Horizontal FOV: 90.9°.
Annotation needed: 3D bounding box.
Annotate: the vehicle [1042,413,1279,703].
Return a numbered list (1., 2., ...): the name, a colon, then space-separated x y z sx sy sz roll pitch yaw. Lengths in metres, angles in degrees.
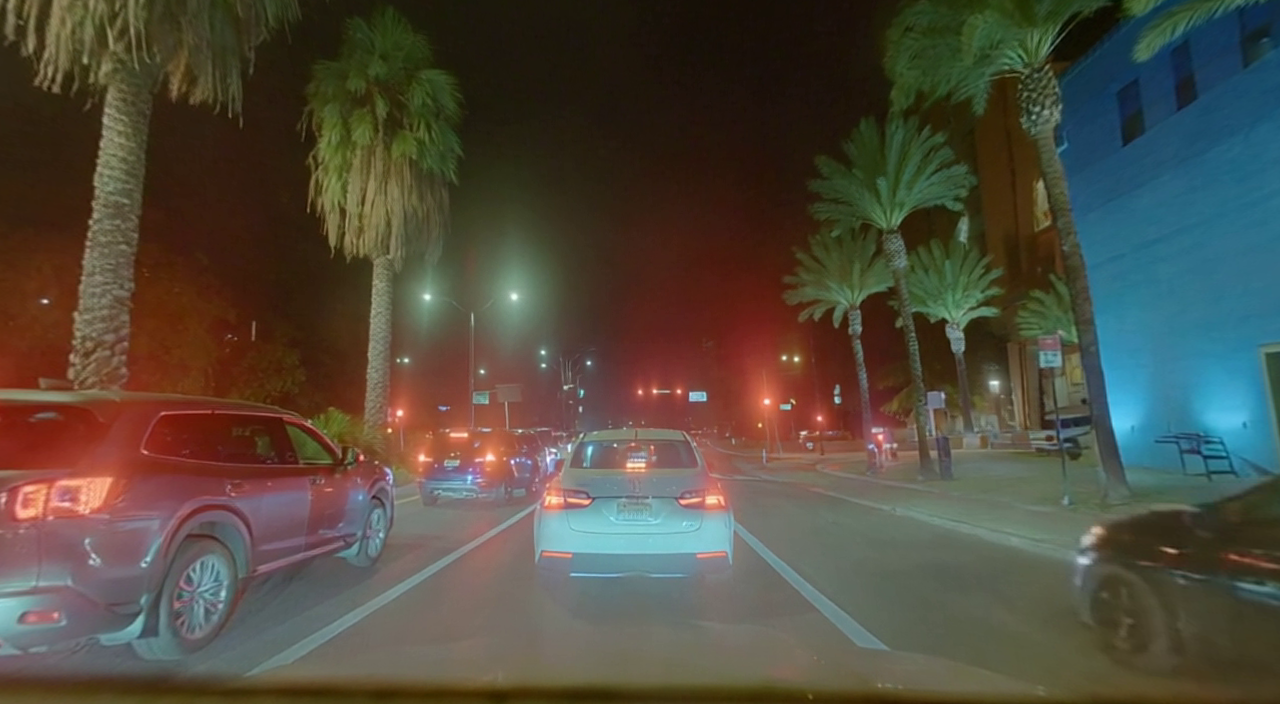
1. vehicle: 3.770 0.908 2.033 1.982 1.480 4.572 0 -8 1

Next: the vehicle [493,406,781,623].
1. vehicle: -0.051 1.514 6.858 2.114 1.585 4.285 0 -8 -1

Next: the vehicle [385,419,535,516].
1. vehicle: -3.481 2.317 13.084 1.840 1.684 4.041 0 -8 1

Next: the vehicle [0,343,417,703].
1. vehicle: -3.539 1.141 5.069 1.914 1.741 4.398 0 -8 -1
